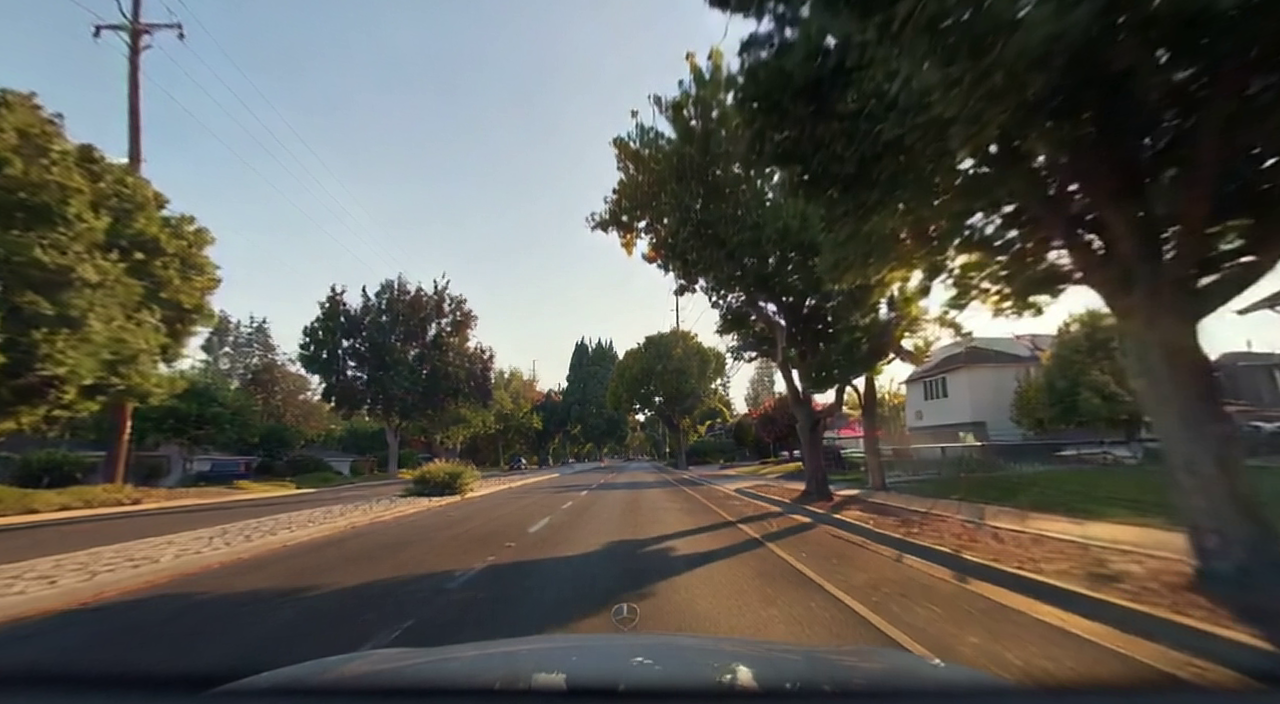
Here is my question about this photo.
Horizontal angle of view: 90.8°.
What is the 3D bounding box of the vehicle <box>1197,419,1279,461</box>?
[{"bbox_3d":[29.429,4.206,29.813,1.877,1.757,4.937,1,-10,3],"label":"vehicle"}]
